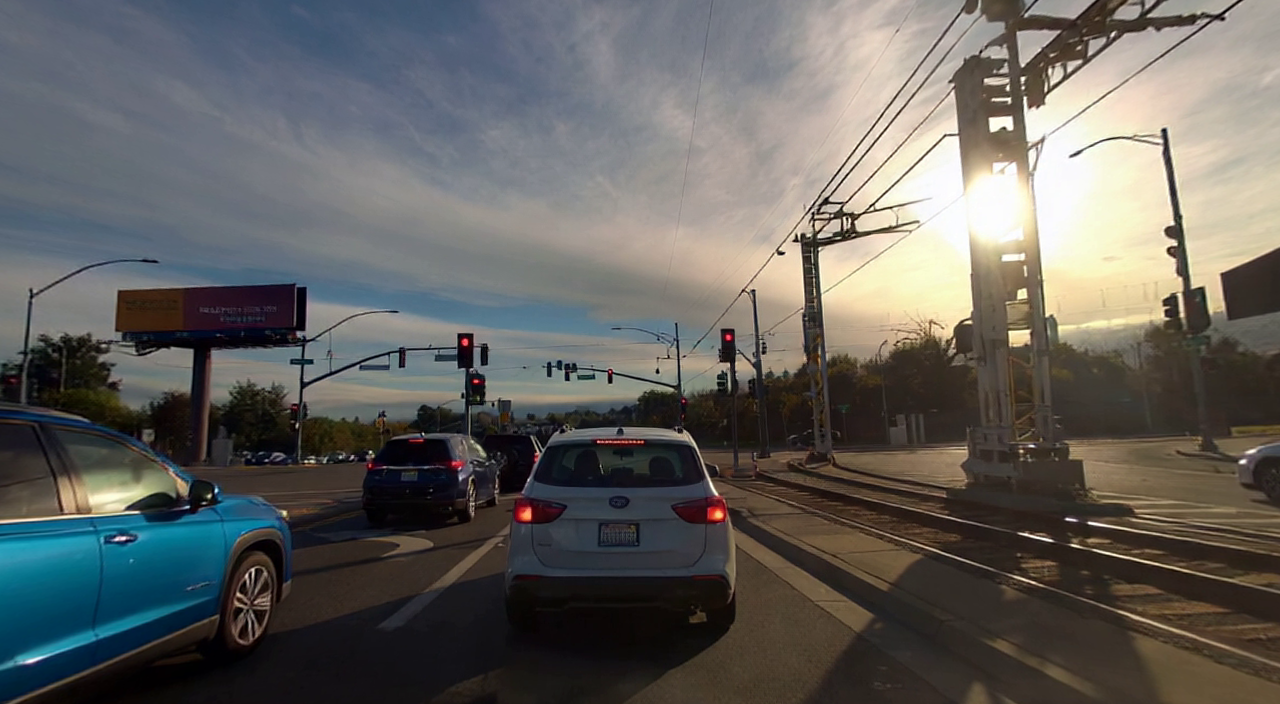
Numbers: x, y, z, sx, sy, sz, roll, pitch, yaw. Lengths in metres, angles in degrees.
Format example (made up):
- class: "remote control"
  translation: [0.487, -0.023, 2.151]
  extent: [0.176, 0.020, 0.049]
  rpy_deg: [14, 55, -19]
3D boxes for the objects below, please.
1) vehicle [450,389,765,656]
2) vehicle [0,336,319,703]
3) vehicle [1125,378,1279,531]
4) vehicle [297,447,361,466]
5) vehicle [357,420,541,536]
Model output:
- class: "vehicle"
  translation: [-0.206, 1.377, 5.986]
  extent: [2.025, 1.723, 3.644]
  rpy_deg: [0, -9, 0]
- class: "vehicle"
  translation: [-3.930, 0.875, 3.055]
  extent: [2.052, 1.814, 5.184]
  rpy_deg: [0, -9, -1]
- class: "vehicle"
  translation: [9.614, 1.312, 8.186]
  extent: [5.060, 1.702, 2.033]
  rpy_deg: [1, -9, -4]
- class: "vehicle"
  translation: [-24.162, 8.096, 49.087]
  extent: [4.357, 1.444, 1.842]
  rpy_deg: [-3, -9, 19]
- class: "vehicle"
  translation: [-3.146, 2.184, 11.507]
  extent: [1.988, 1.678, 4.317]
  rpy_deg: [0, -9, 0]
